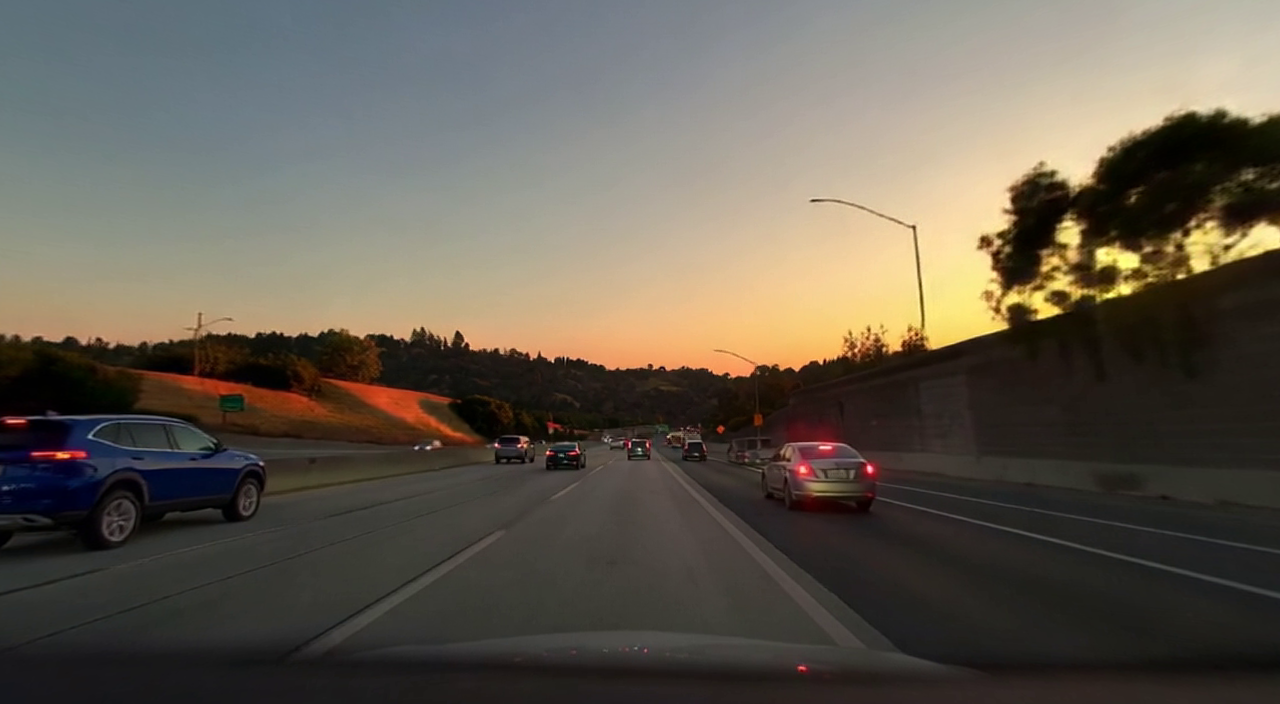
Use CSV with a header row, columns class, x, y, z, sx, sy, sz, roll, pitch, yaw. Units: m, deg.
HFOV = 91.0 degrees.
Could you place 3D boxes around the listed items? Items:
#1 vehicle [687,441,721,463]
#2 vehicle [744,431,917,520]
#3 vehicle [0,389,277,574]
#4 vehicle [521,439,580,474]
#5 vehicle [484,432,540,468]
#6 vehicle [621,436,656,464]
class,x,y,z,sx,sy,sz,roll,pitch,yaw
vehicle,4.477,7.074,44.666,1.944,1.465,4.245,0,-9,0
vehicle,3.647,2.468,13.103,2.141,1.507,4.510,0,-9,0
vehicle,-7.436,1.652,8.691,2.142,1.849,4.566,0,-9,-1
vehicle,-4.009,4.747,28.852,2.071,1.478,4.130,0,-9,1
vehicle,-7.010,5.429,34.937,2.111,1.811,4.391,0,-9,1
vehicle,-0.098,6.436,41.469,2.158,1.706,4.219,0,-9,0
